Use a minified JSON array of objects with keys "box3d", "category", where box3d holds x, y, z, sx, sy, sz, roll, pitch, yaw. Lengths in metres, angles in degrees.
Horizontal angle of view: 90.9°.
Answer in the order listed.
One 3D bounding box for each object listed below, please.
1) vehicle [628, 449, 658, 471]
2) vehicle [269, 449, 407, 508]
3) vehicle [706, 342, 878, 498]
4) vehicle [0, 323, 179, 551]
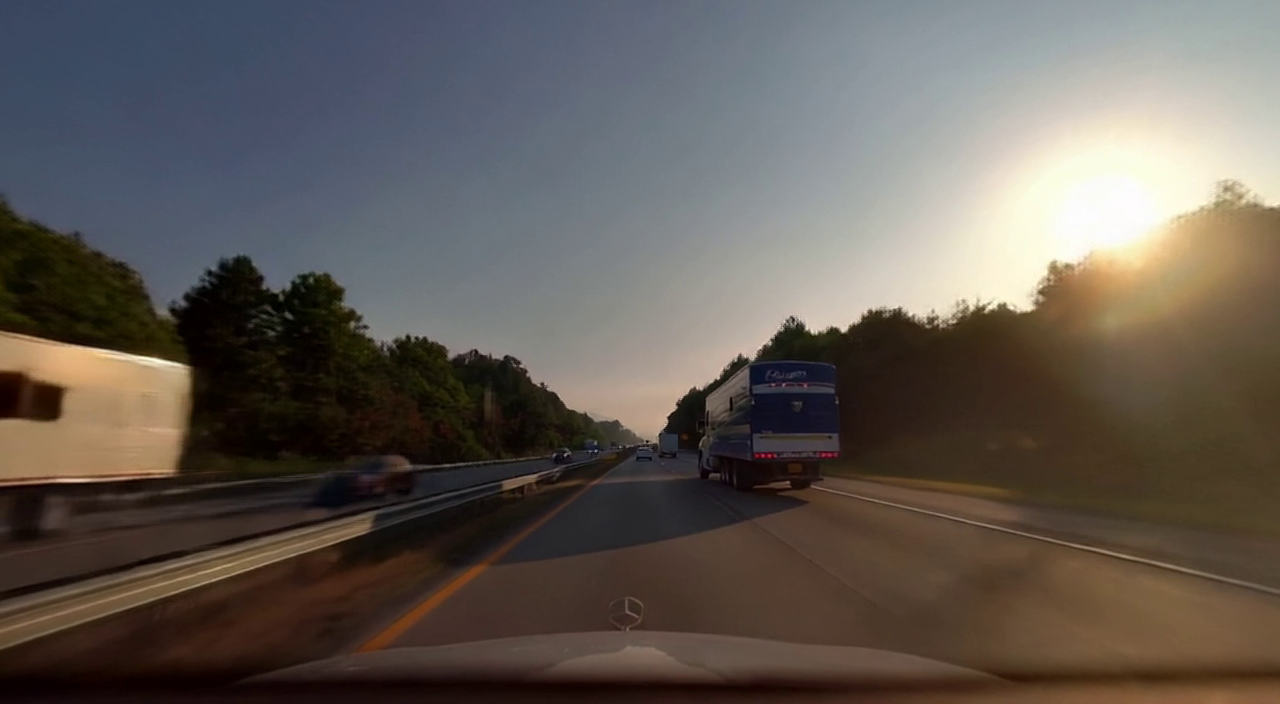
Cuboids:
[{"box3d":[0.209,7.223,42.386,1.926,1.386,3.615,0,-9,0],"category":"vehicle"},{"box3d":[-8.714,3.659,18.677,2.044,1.537,4.159,0,-9,0],"category":"vehicle"},{"box3d":[4.747,2.866,23.817,2.939,4.129,14.300,0,-9,0],"category":"vehicle"},{"box3d":[-13.103,1.101,8.561,3.130,4.067,13.915,0,-9,0],"category":"vehicle"}]
